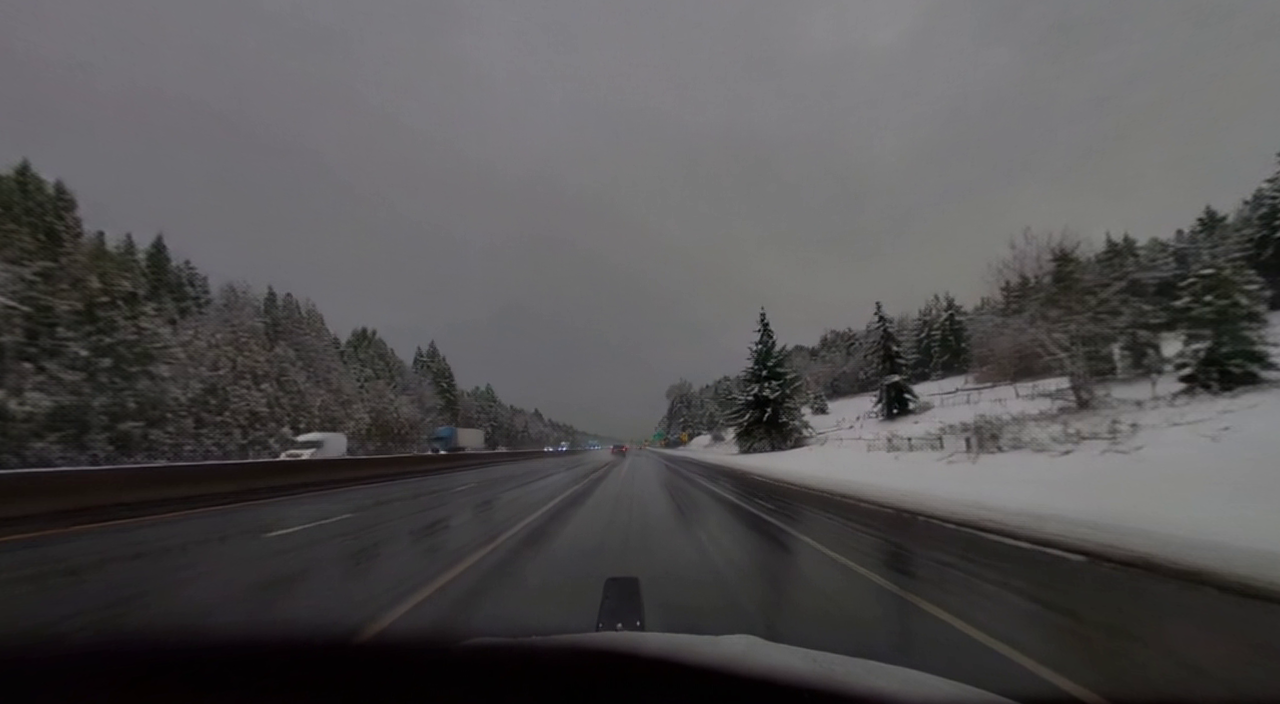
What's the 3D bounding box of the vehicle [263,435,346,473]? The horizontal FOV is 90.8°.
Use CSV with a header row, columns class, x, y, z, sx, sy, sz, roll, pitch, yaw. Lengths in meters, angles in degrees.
class,x,y,z,sx,sy,sz,roll,pitch,yaw
vehicle,-24.249,7.408,46.017,2.264,2.510,6.892,0,-9,0
